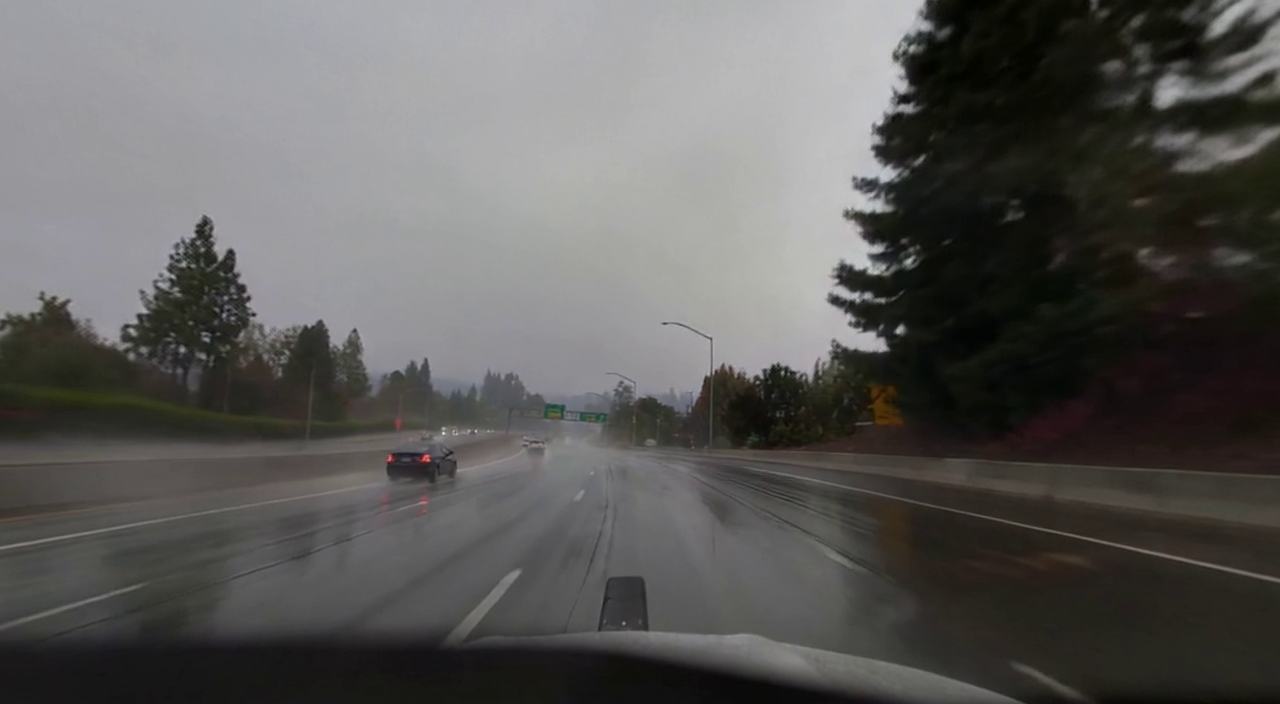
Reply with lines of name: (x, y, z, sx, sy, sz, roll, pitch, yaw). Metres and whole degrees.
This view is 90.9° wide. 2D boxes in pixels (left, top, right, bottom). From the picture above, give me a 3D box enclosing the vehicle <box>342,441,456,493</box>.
vehicle: (-7.655, 3.662, 20.599, 2.025, 1.494, 4.495, 0, -8, -1)
